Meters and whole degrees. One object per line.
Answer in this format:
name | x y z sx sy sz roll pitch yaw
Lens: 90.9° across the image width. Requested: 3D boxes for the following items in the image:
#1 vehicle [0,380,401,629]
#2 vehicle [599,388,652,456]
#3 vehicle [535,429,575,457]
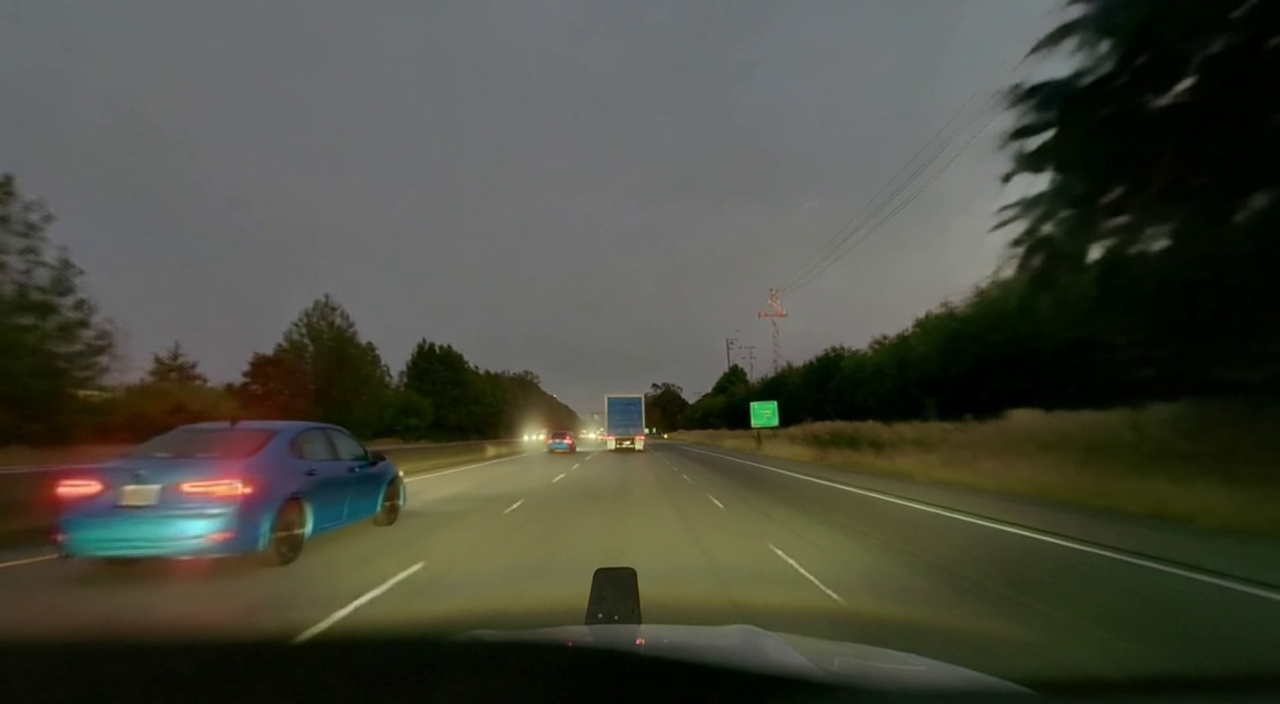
vehicle | -4.351 1.290 6.417 2.117 1.618 4.480 0 -8 -1
vehicle | -0.955 4.597 40.666 2.955 3.851 9.915 0 -8 -1
vehicle | -5.048 5.466 38.084 1.934 1.549 4.194 0 -8 -2
